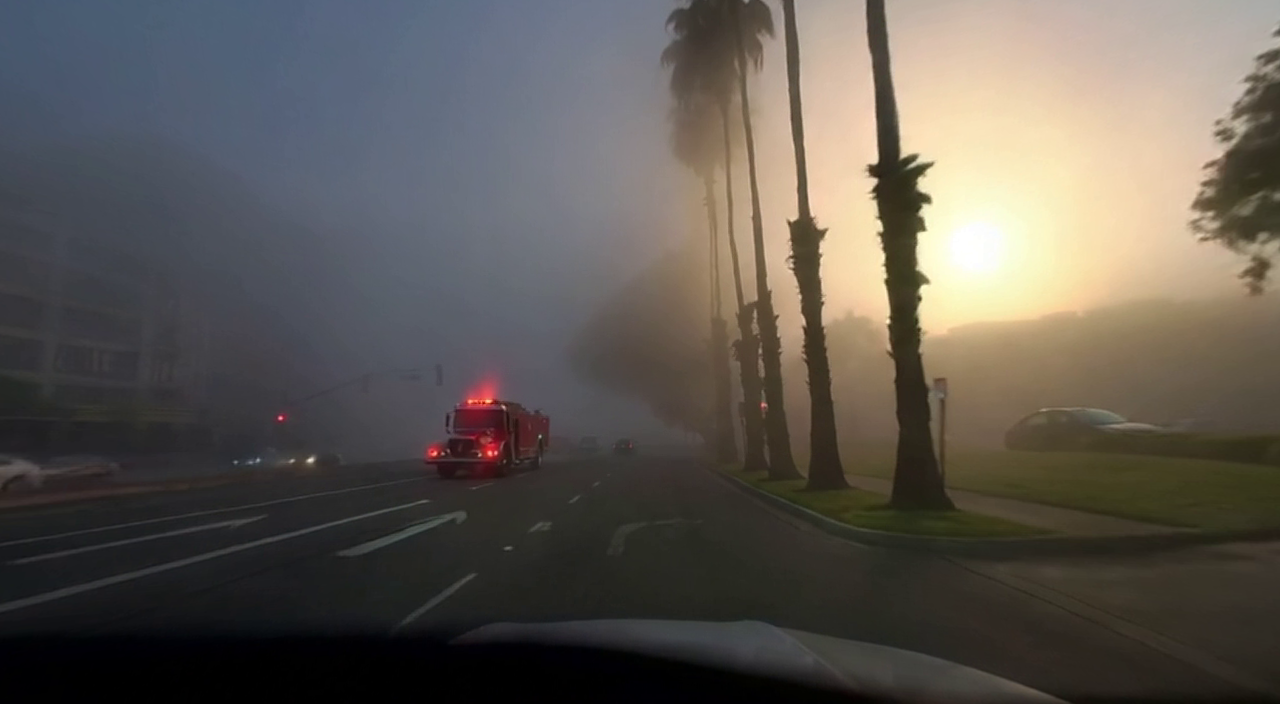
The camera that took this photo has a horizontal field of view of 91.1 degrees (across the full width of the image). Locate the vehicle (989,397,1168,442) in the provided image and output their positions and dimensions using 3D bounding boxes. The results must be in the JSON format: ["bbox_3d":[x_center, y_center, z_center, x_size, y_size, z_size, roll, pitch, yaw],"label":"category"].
[{"bbox_3d":[15.195,2.395,21.966,4.663,1.457,2.045,-1,-8,2],"label":"vehicle"}]

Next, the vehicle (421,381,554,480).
[{"bbox_3d":[-6.559,3.859,29.607,3.008,3.730,11.786,0,-9,1],"label":"vehicle"}]

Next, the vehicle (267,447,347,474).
[{"bbox_3d":[-21.181,6.924,40.214,2.052,1.594,5.203,-1,-9,3],"label":"vehicle"}]

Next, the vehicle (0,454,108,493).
[{"bbox_3d":[-26.148,5.197,27.274,1.919,1.496,4.613,-1,-9,2],"label":"vehicle"}]
